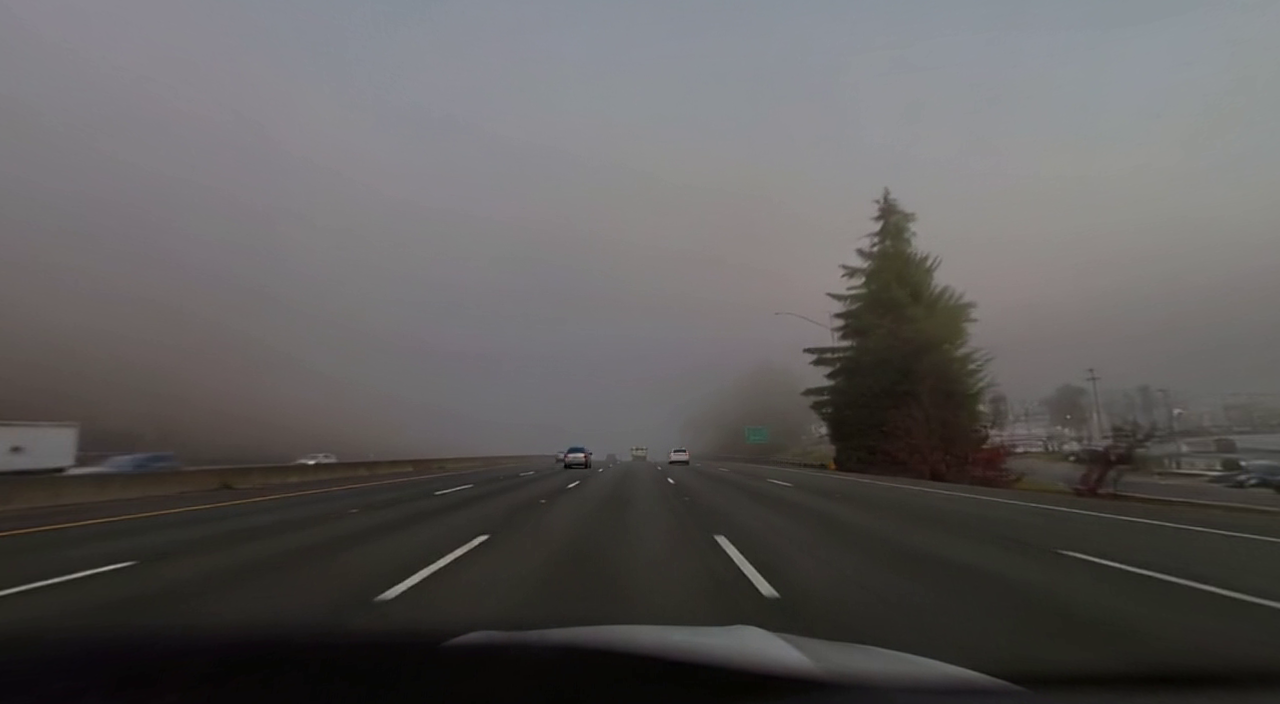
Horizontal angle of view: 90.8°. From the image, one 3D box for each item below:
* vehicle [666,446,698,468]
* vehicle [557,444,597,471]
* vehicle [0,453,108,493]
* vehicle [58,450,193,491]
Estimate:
[{"bbox_3d":[3.042,7.685,46.432,1.967,1.475,4.080,0,-9,-2],"label":"vehicle"},{"bbox_3d":[-4.156,7.025,42.419,2.179,1.693,4.204,0,-9,1],"label":"vehicle"},{"bbox_3d":[-27.445,5.512,29.075,1.913,1.638,4.524,0,-9,0],"label":"vehicle"},{"bbox_3d":[-23.940,5.503,29.719,2.135,1.714,5.019,0,-9,0],"label":"vehicle"}]
